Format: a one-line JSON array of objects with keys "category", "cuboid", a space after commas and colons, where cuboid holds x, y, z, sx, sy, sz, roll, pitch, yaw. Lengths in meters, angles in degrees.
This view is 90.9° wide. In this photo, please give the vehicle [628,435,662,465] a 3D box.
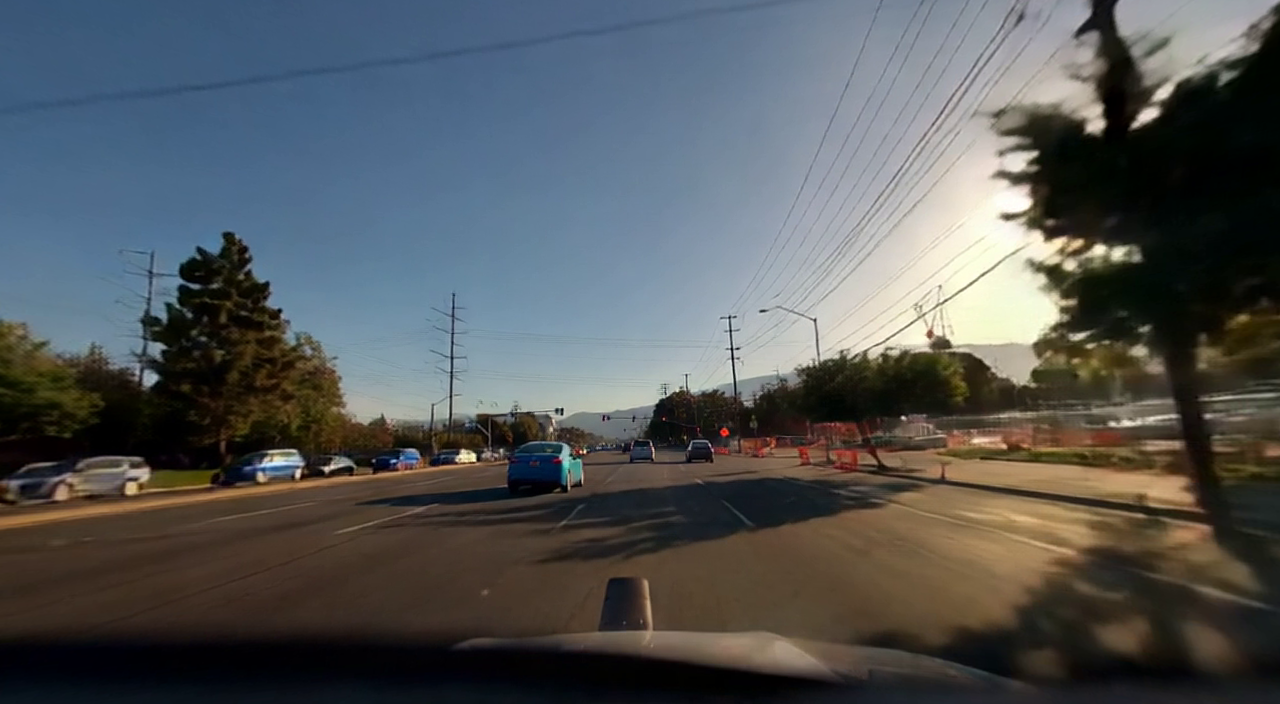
[{"category": "vehicle", "cuboid": [0.333, 6.381, 41.080, 2.060, 1.845, 4.151, -1, -8, 1]}]

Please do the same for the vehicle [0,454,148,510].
[{"category": "vehicle", "cuboid": [-20.110, 4.499, 22.282, 1.854, 1.685, 4.496, 0, -8, -2]}]

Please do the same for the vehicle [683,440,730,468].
[{"category": "vehicle", "cuboid": [3.680, 5.760, 35.858, 2.142, 1.475, 4.565, 0, -8, 0]}]

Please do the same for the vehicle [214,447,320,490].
[{"category": "vehicle", "cuboid": [-16.815, 5.241, 28.781, 2.025, 1.712, 4.578, -1, -8, 0]}]

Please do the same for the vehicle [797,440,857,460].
[{"category": "vehicle", "cuboid": [14.694, 7.652, 49.409, 4.677, 1.466, 1.928, 5, -10, -34]}]

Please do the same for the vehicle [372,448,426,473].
[{"category": "vehicle", "cuboid": [-17.292, 7.795, 45.488, 2.036, 1.649, 4.493, -1, -8, 1]}]

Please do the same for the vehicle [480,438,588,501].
[{"category": "vehicle", "cuboid": [-2.770, 3.211, 17.759, 2.087, 1.480, 4.825, -1, -8, 2]}]
